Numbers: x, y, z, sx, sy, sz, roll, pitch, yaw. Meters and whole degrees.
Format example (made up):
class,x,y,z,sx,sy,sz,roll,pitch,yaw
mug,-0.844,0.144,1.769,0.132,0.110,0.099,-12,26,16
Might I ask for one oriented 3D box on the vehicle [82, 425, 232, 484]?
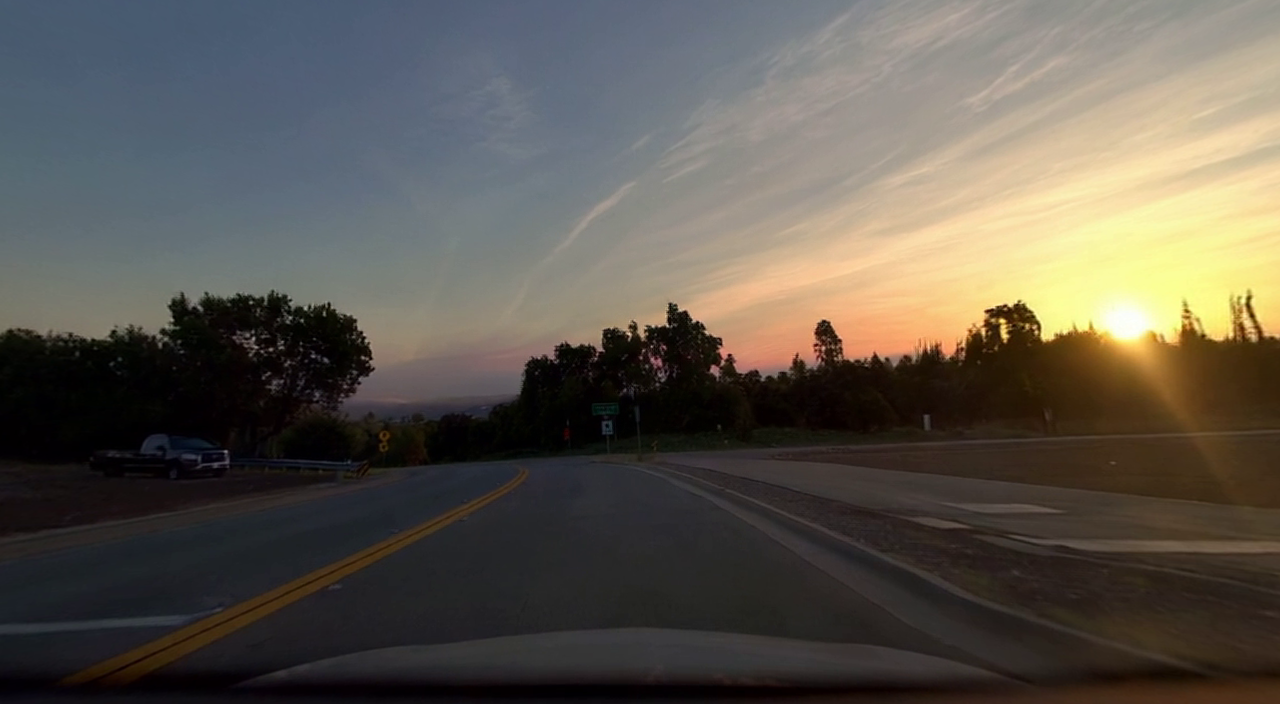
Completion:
class,x,y,z,sx,sy,sz,roll,pitch,yaw
vehicle,-17.882,3.772,23.357,4.699,1.996,2.116,-4,-9,21
